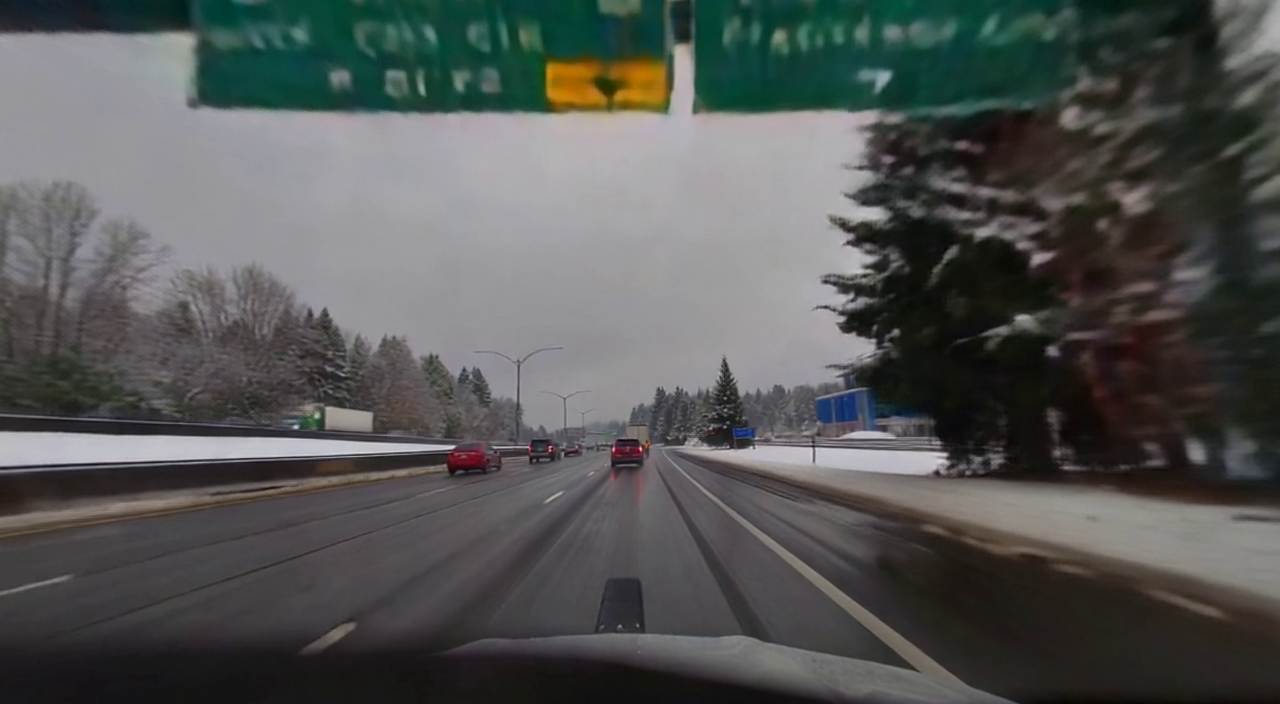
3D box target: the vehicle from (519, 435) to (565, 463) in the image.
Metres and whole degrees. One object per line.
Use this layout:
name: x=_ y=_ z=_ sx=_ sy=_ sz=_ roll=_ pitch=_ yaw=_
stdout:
vehicle: x=-7.199 y=7.232 z=46.959 sx=2.328 sy=1.927 sz=5.880 roll=0 pitch=-8 yaw=1

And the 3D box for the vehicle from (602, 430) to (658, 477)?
vehicle: x=-0.411 y=4.406 z=27.555 sx=2.245 sy=1.863 sz=4.801 roll=0 pitch=-9 yaw=0

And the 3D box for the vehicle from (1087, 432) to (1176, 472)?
vehicle: x=24.696 y=5.053 z=31.857 sx=2.242 sy=1.835 sz=4.667 roll=-3 pitch=-9 yaw=22

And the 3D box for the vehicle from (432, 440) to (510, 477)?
vehicle: x=-7.339 y=4.671 z=27.829 sx=2.074 sy=1.495 sz=4.643 roll=0 pitch=-8 yaw=1
